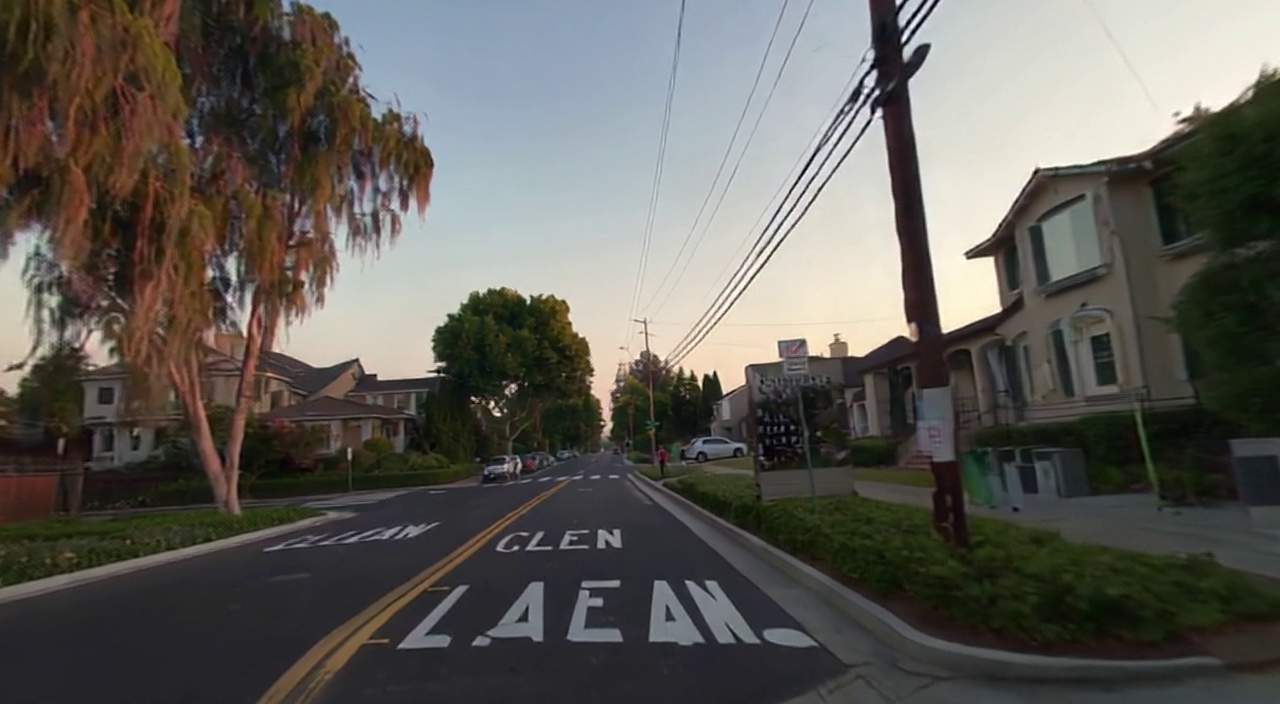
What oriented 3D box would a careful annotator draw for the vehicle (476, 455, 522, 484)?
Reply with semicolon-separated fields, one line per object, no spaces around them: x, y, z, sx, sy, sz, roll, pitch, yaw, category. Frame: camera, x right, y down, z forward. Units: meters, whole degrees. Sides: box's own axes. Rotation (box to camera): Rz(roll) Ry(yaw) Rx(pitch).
-9.384;7.826;42.418;2.203;1.787;4.704;0;-9;-3;vehicle
